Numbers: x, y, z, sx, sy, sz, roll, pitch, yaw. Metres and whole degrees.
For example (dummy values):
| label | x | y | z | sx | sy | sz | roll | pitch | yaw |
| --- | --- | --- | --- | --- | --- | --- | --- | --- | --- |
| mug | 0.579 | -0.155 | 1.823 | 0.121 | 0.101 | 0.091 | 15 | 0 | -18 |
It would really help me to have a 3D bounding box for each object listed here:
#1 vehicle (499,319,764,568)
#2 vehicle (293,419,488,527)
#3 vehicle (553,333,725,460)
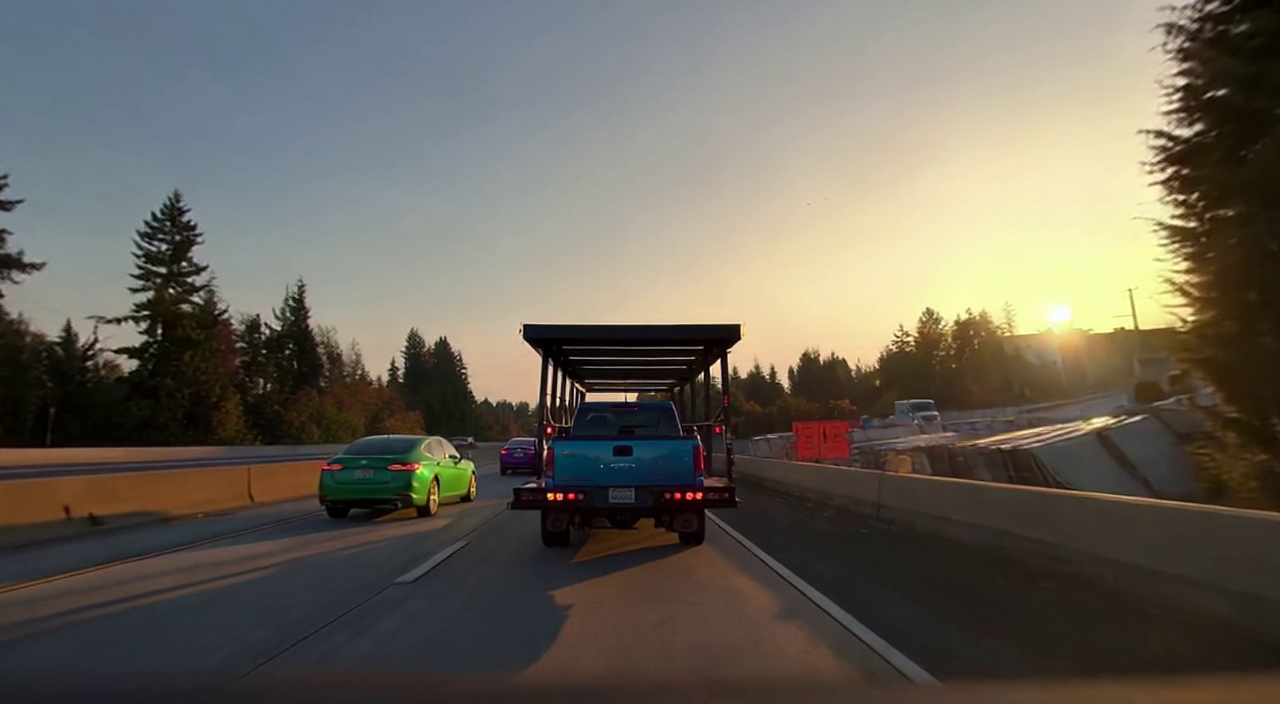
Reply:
| label | x | y | z | sx | sy | sz | roll | pitch | yaw |
| --- | --- | --- | --- | --- | --- | --- | --- | --- | --- |
| vehicle | -0.300 | 1.708 | 11.863 | 2.735 | 2.597 | 10.435 | 0 | -9 | -2 |
| vehicle | -4.438 | 2.226 | 12.177 | 2.057 | 1.665 | 4.572 | 0 | -9 | -3 |
| vehicle | -0.136 | 0.909 | 10.345 | 2.156 | 1.604 | 4.680 | 0 | -9 | -3 |
